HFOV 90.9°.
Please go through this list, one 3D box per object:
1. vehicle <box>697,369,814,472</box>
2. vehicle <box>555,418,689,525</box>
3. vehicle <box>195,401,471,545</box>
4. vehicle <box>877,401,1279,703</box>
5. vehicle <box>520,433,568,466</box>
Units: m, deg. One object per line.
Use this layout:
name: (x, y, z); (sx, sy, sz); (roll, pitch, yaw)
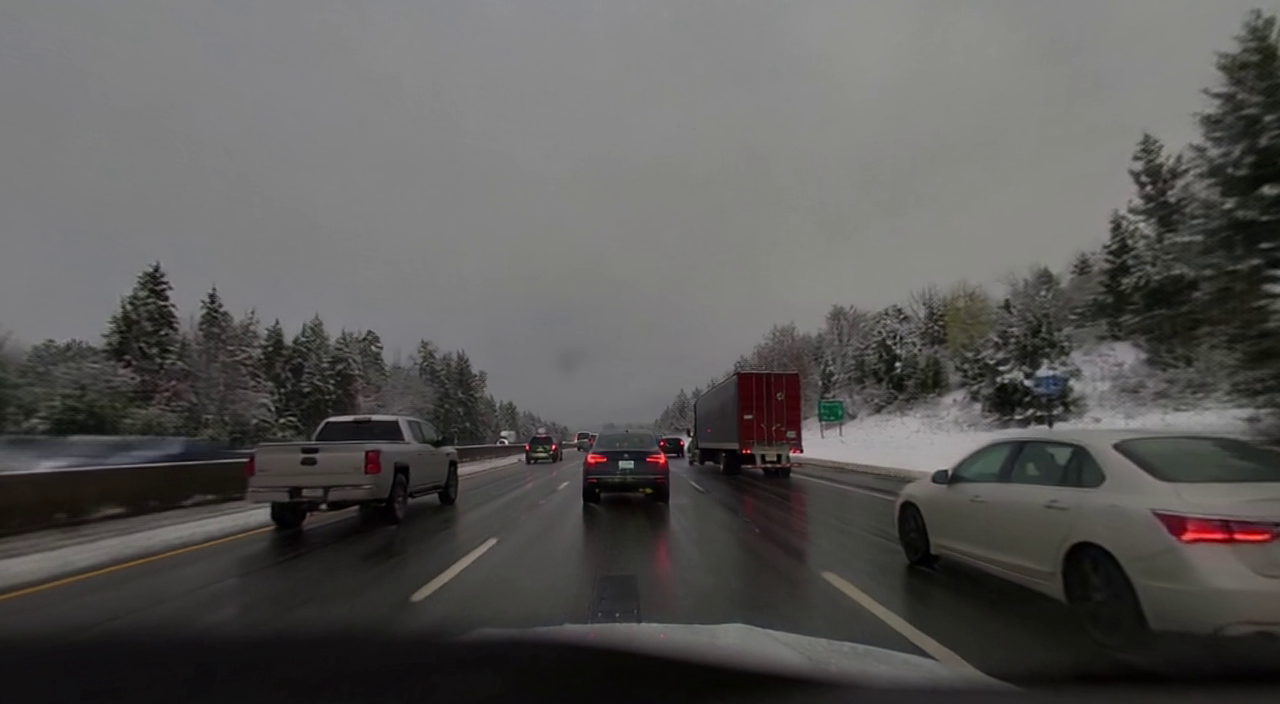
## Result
vehicle: (5.282, 3.705, 32.366); (2.888, 4.135, 14.071); (0, -8, -2)
vehicle: (-0.324, 2.125, 11.791); (2.083, 1.647, 3.799); (0, -8, -2)
vehicle: (-4.426, 1.819, 10.180); (2.101, 1.767, 4.702); (0, -8, -1)
vehicle: (3.568, 1.230, 4.769); (1.951, 1.477, 3.963); (0, -8, -1)
vehicle: (-5.082, 5.197, 33.909); (1.971, 1.648, 3.983); (0, -8, -1)
